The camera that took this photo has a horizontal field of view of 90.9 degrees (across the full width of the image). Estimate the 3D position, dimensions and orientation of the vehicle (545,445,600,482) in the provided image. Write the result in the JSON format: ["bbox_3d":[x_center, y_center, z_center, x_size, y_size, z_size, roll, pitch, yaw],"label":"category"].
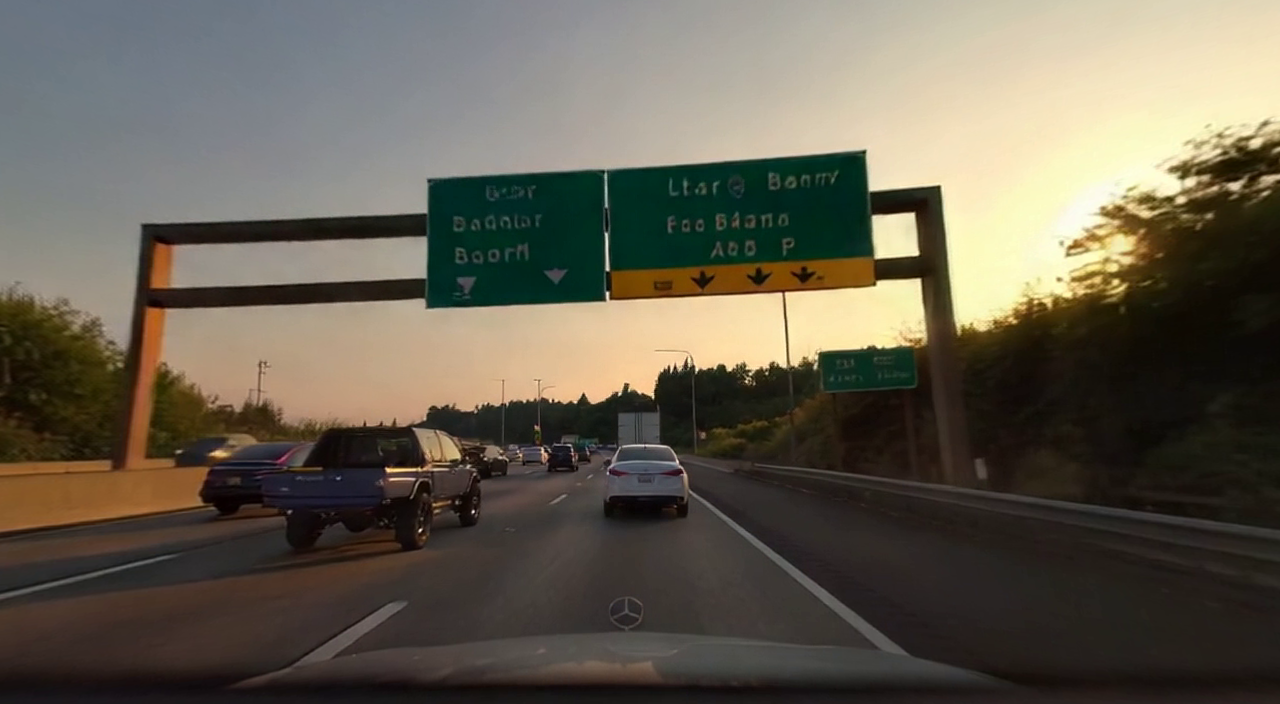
[{"bbox_3d":[-2.855,4.804,27.304,1.998,1.466,3.684,0,-9,0],"label":"vehicle"}]

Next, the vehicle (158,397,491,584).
[{"bbox_3d":[-3.691,1.738,8.665,2.051,1.829,4.736,0,-9,1],"label":"vehicle"}]

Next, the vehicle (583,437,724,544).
[{"bbox_3d":[0.188,2.231,10.669,1.995,1.495,3.380,0,-9,0],"label":"vehicle"}]
